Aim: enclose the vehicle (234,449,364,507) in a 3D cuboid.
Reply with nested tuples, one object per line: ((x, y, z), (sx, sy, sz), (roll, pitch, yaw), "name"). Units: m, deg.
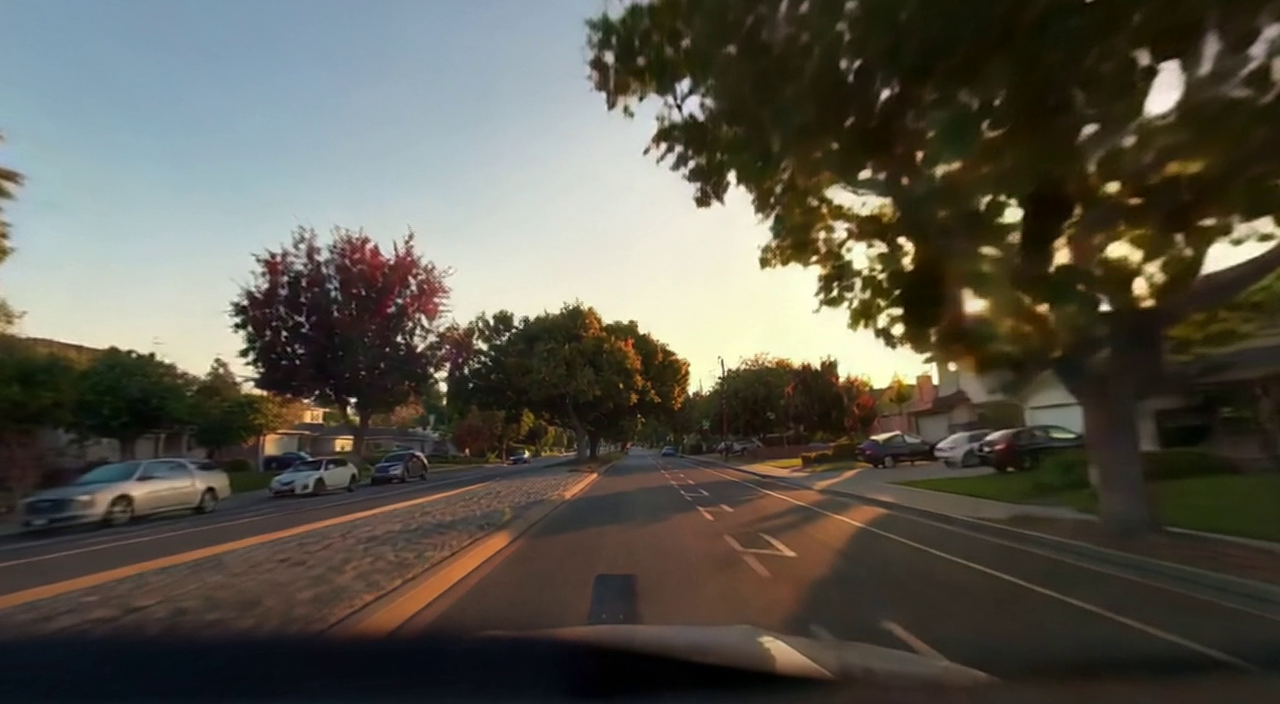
((-12.132, 4.455, 22.965), (2.007, 1.663, 5.077), (-2, -7, -1), "vehicle")

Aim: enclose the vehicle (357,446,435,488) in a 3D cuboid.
((-12.295, 5.780, 32.191), (2.105, 1.930, 4.541), (0, -8, 0), "vehicle")

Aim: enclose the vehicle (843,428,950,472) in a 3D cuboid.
((12.200, 4.657, 30.244), (4.194, 1.850, 1.951), (-2, -7, -4), "vehicle")

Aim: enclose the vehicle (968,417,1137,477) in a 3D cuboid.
((14.542, 3.356, 22.476), (4.498, 1.831, 2.059), (-2, -8, -1), "vehicle")

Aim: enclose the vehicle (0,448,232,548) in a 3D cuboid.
((-12.145, 3.226, 14.797), (1.962, 1.735, 4.927), (-2, -7, -1), "vehicle")
